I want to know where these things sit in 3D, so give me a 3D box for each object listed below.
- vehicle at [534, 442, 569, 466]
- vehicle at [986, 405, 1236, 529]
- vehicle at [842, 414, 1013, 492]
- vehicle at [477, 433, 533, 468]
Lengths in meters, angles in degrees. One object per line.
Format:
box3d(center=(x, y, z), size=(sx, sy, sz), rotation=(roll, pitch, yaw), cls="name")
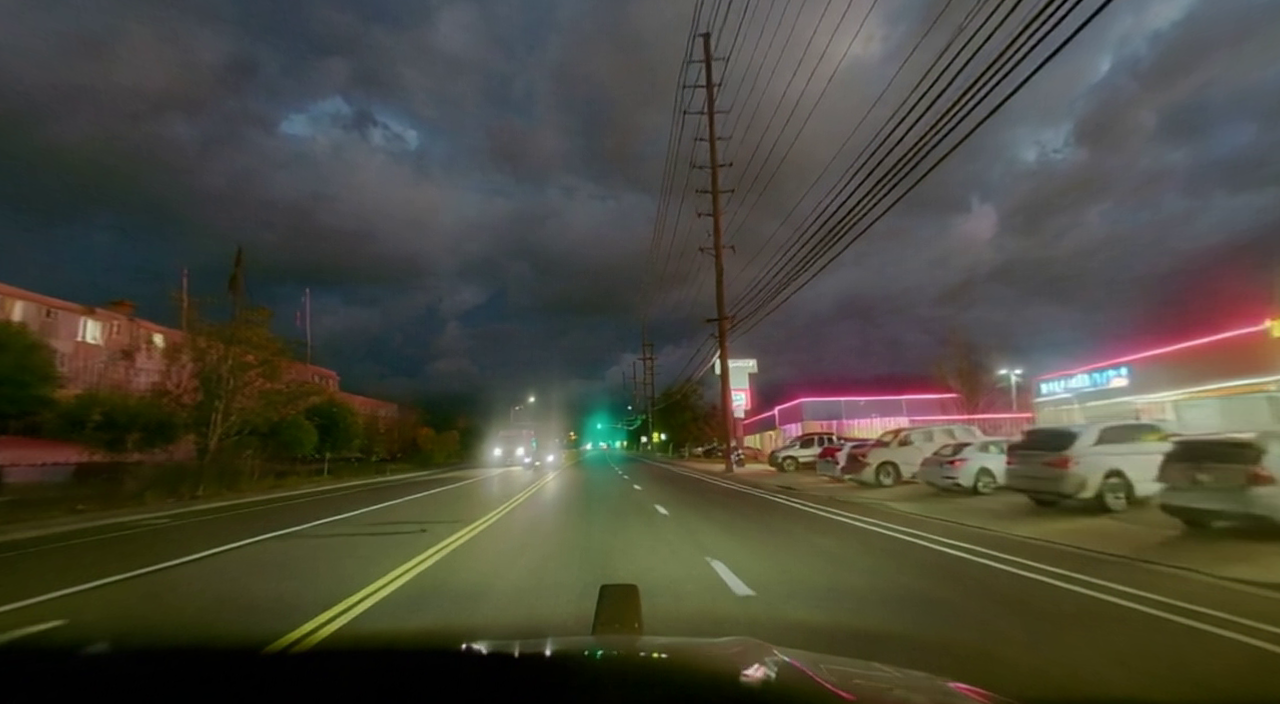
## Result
box3d(center=(-6.133, 7.096, 44.087), size=(1.998, 1.562, 4.433), rotation=(0, -8, -3), cls="vehicle")
box3d(center=(9.016, 2.049, 11.905), size=(5.112, 1.832, 2.290), rotation=(5, -10, -37), cls="vehicle")
box3d(center=(8.873, 3.018, 19.252), size=(5.414, 2.035, 2.476), rotation=(6, -10, -39), cls="vehicle")
box3d(center=(-10.026, 7.365, 47.459), size=(2.909, 2.362, 7.390), rotation=(0, -8, -3), cls="vehicle")
